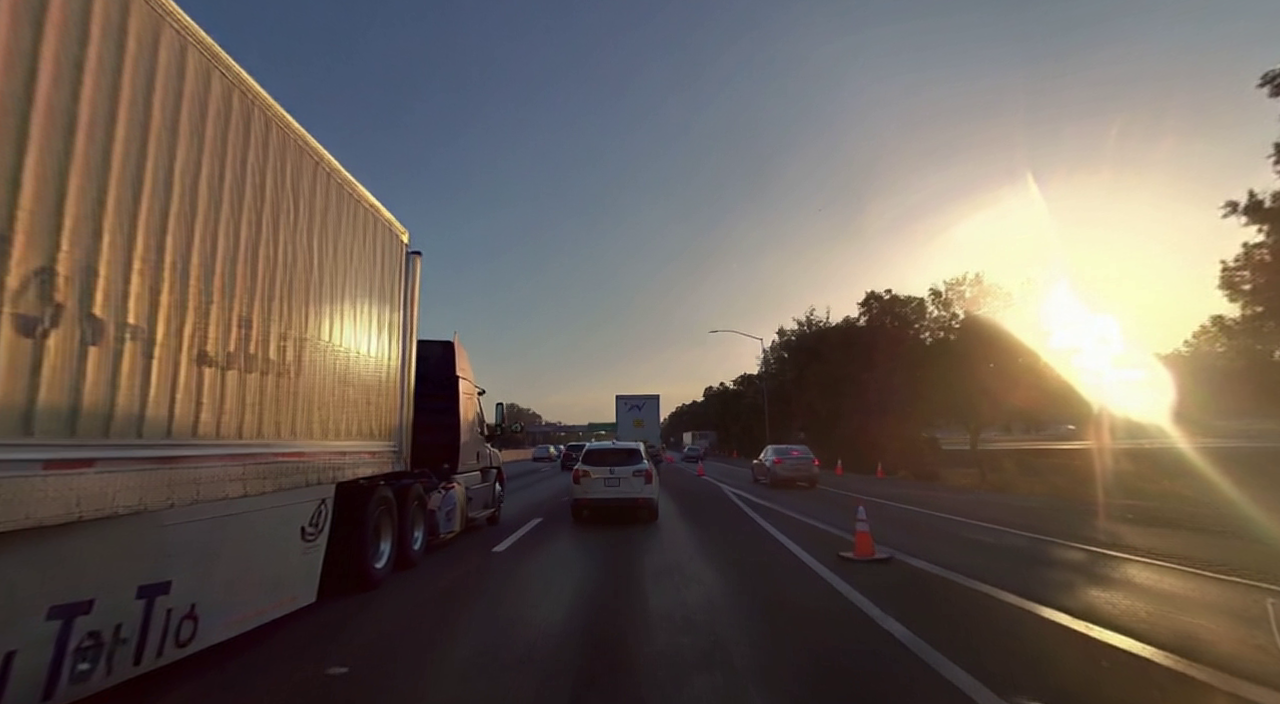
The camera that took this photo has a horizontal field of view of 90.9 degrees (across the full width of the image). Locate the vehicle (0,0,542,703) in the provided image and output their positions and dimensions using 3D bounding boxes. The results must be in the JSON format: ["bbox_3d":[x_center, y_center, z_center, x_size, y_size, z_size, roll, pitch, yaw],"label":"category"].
[{"bbox_3d":[-3.687,0.184,6.080,2.857,4.063,16.026,0,-8,0],"label":"vehicle"}]

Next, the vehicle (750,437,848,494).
[{"bbox_3d":[4.816,3.501,19.744,1.937,1.601,3.798,0,-9,-2],"label":"vehicle"}]

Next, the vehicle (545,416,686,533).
[{"bbox_3d":[-0.363,2.192,11.719,2.152,1.779,3.924,0,-9,0],"label":"vehicle"}]
